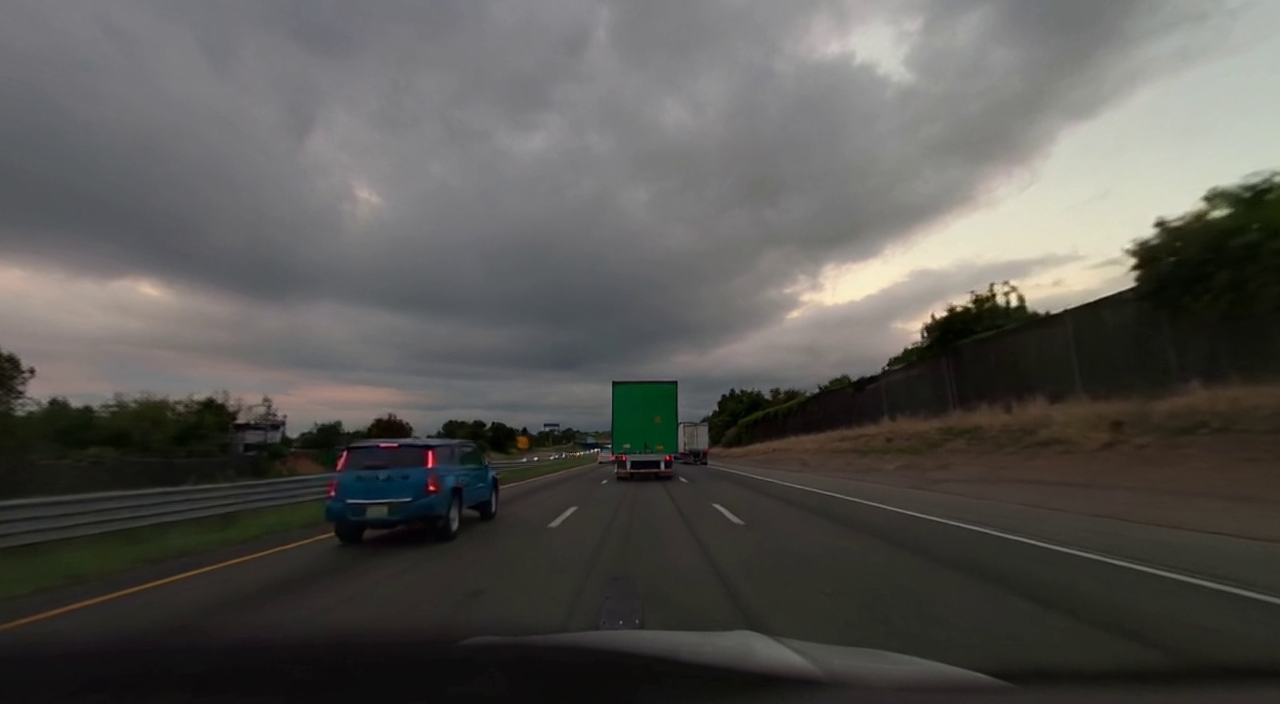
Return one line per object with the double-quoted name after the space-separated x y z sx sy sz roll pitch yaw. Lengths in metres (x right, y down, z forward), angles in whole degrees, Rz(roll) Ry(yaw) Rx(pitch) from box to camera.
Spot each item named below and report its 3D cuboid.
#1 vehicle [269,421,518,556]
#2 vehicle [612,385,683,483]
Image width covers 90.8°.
-3.496 2.047 10.113 2.173 1.657 4.401 0 -9 0 "vehicle"
0.331 4.231 31.745 2.932 4.042 11.054 0 -9 0 "vehicle"
